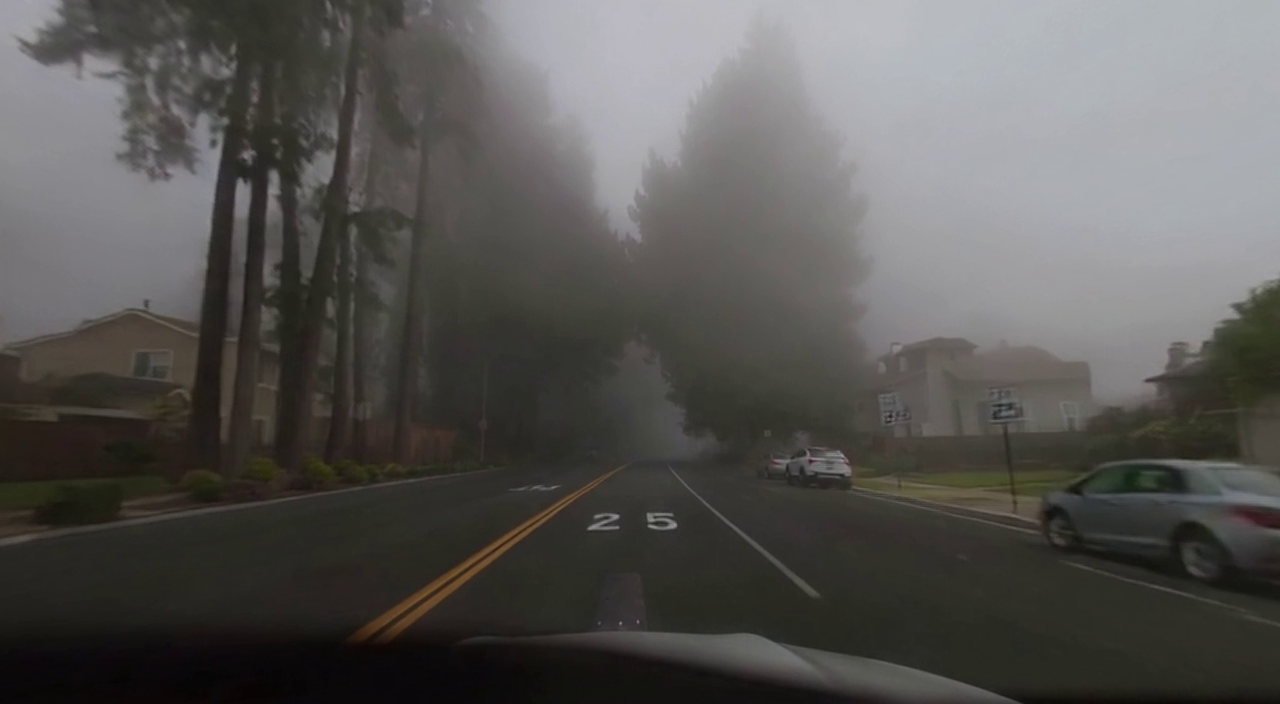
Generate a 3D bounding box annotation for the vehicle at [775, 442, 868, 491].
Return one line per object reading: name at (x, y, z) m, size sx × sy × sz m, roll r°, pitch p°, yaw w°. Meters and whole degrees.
vehicle at (6.288, 4.009, 22.456) m, size 1.893 × 1.543 × 4.434 m, roll 0°, pitch -9°, yaw -2°

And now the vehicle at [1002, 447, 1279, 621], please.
vehicle at (6.397, 1.834, 7.215) m, size 1.913 × 1.479 × 4.209 m, roll 0°, pitch -9°, yaw -2°
